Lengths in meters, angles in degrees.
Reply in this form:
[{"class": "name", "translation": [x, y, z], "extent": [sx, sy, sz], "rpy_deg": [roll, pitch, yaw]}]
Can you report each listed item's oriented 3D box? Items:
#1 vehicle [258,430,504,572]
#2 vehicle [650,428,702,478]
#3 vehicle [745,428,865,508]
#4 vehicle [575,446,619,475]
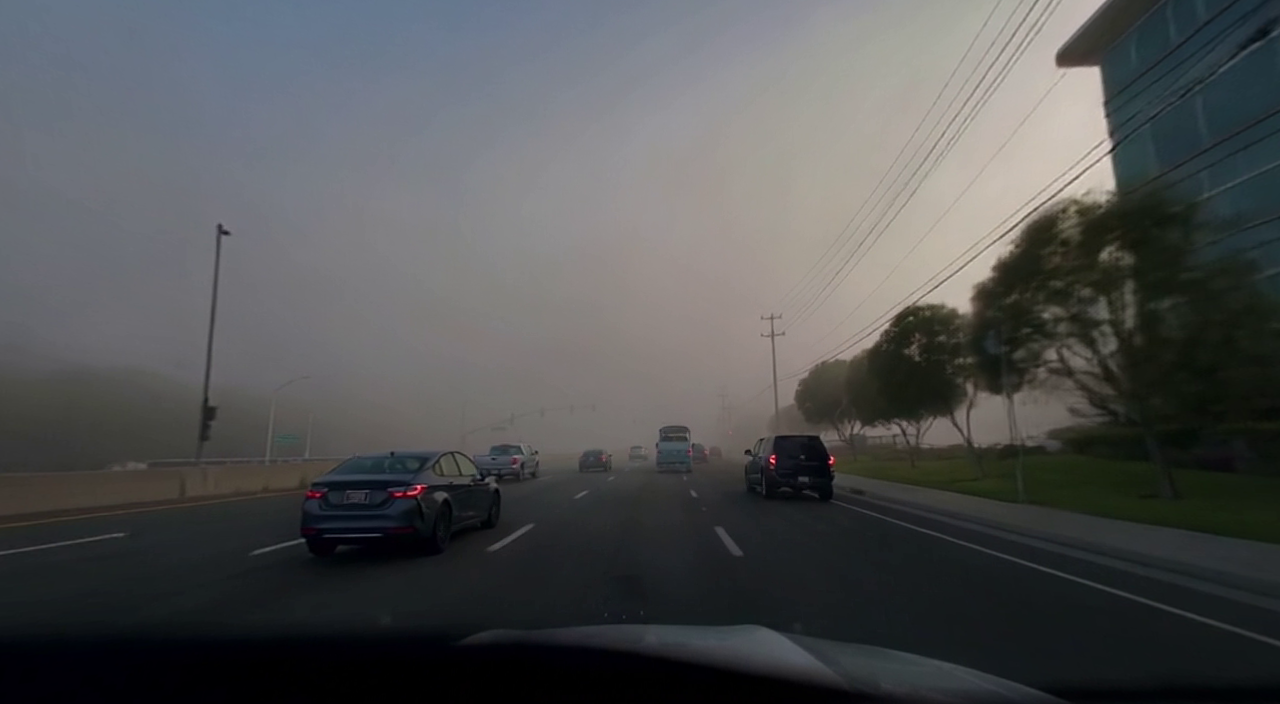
[{"class": "vehicle", "translation": [-3.462, 2.031, 9.299], "extent": [1.934, 1.643, 3.718], "rpy_deg": [0, -8, 2]}, {"class": "vehicle", "translation": [2.090, 5.483, 34.341], "extent": [2.457, 2.440, 5.486], "rpy_deg": [-1, -9, 7]}, {"class": "vehicle", "translation": [4.404, 3.174, 17.611], "extent": [2.283, 1.923, 4.427], "rpy_deg": [0, -8, 2]}, {"class": "vehicle", "translation": [-2.403, 6.219, 36.378], "extent": [1.984, 1.567, 4.311], "rpy_deg": [-1, -9, 4]}]
